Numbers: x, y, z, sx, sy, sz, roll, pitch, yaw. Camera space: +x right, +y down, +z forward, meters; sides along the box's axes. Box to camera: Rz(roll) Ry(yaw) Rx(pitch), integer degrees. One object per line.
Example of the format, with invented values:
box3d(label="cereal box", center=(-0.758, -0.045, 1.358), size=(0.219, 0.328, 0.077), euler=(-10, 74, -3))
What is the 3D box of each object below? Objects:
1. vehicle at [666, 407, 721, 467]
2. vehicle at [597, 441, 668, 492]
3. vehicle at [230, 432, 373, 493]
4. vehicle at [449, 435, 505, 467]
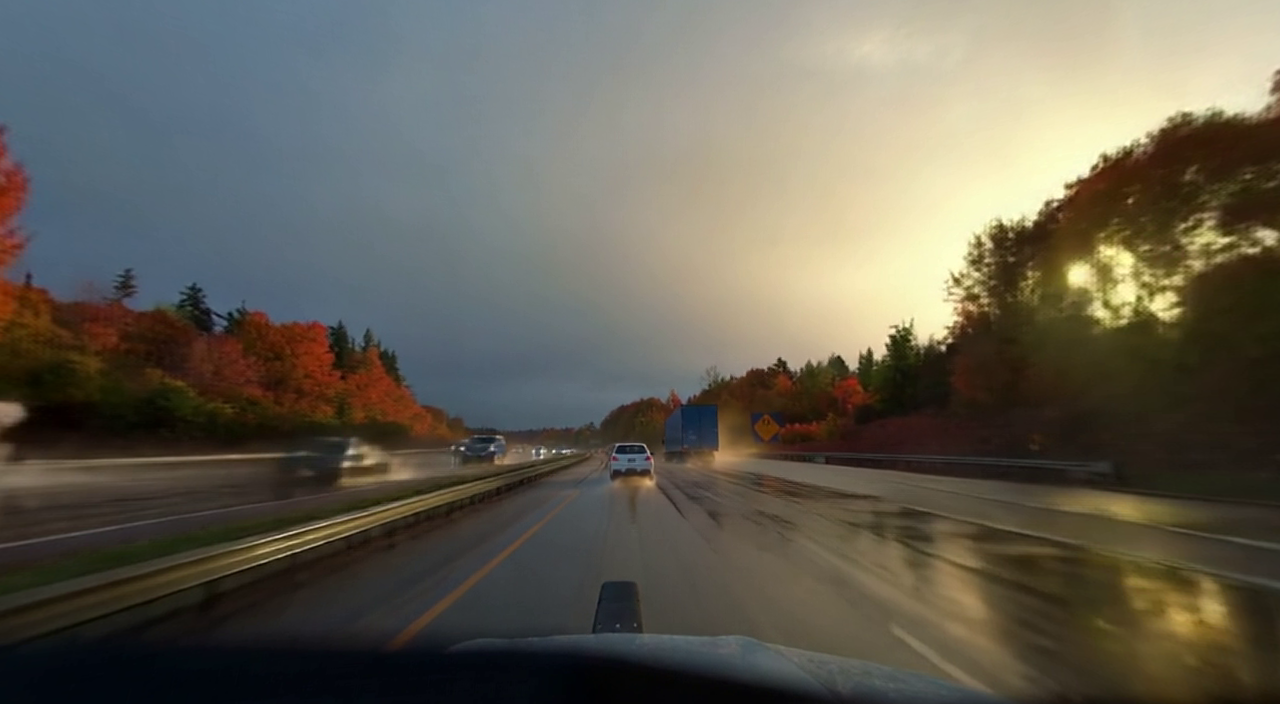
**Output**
box3d(label="vehicle", center=(3.919, 6.905, 49.632), size=(2.900, 4.013, 14.455), euler=(1, -9, -1))
box3d(label="vehicle", center=(-0.280, 3.746, 20.856), size=(2.099, 1.506, 4.097), euler=(0, -9, -1))
box3d(label="vehicle", center=(-9.226, 3.052, 17.525), size=(1.796, 1.466, 3.929), euler=(-1, -9, 0))
box3d(label="vehicle", center=(-9.773, 6.000, 38.006), size=(2.175, 1.804, 4.631), euler=(0, -9, -1))
